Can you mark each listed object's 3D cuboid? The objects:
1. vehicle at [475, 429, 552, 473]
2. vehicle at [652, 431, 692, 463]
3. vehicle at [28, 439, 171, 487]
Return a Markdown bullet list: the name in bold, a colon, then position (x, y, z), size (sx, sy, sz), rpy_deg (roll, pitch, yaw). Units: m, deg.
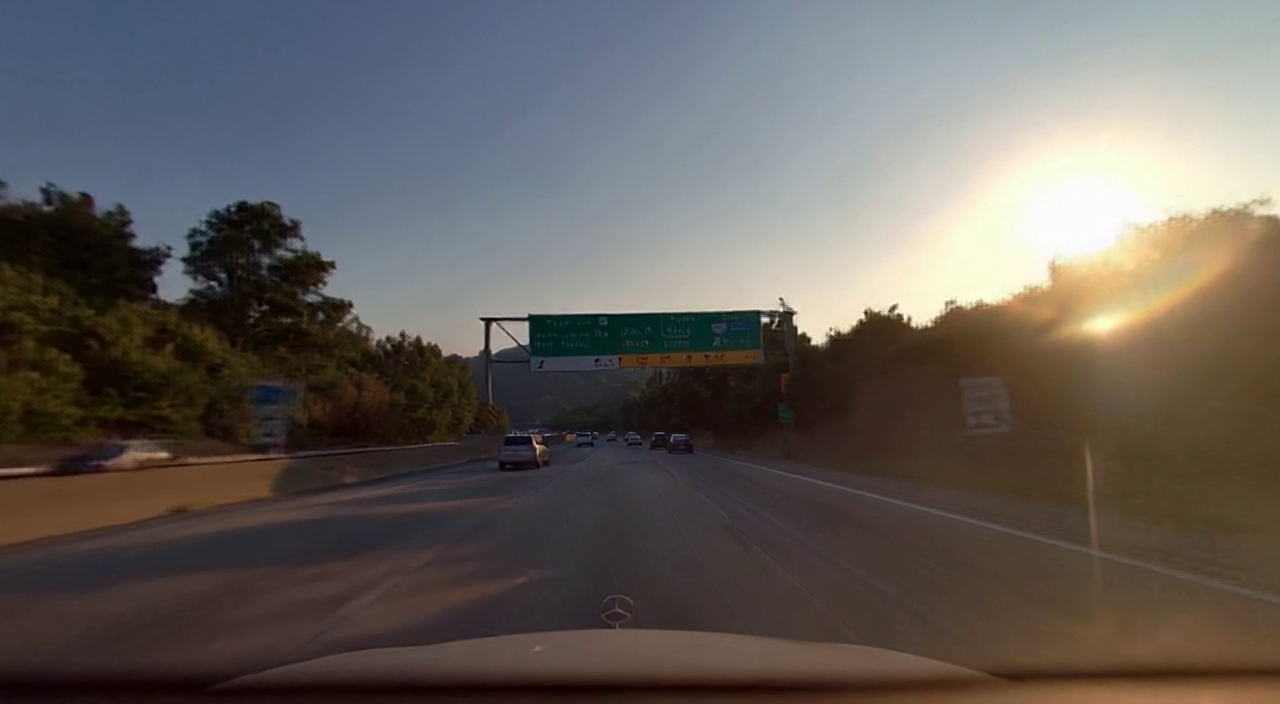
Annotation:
- **vehicle**: position (-4.737, 3.778, 24.380), size (2.023, 1.512, 4.804), rpy_deg (0, -8, 0)
- **vehicle**: position (1.568, 4.765, 31.819), size (1.869, 1.466, 3.356), rpy_deg (0, -8, 0)
- **vehicle**: position (-21.165, 4.333, 24.967), size (1.910, 1.679, 4.242), rpy_deg (-2, -9, -1)
